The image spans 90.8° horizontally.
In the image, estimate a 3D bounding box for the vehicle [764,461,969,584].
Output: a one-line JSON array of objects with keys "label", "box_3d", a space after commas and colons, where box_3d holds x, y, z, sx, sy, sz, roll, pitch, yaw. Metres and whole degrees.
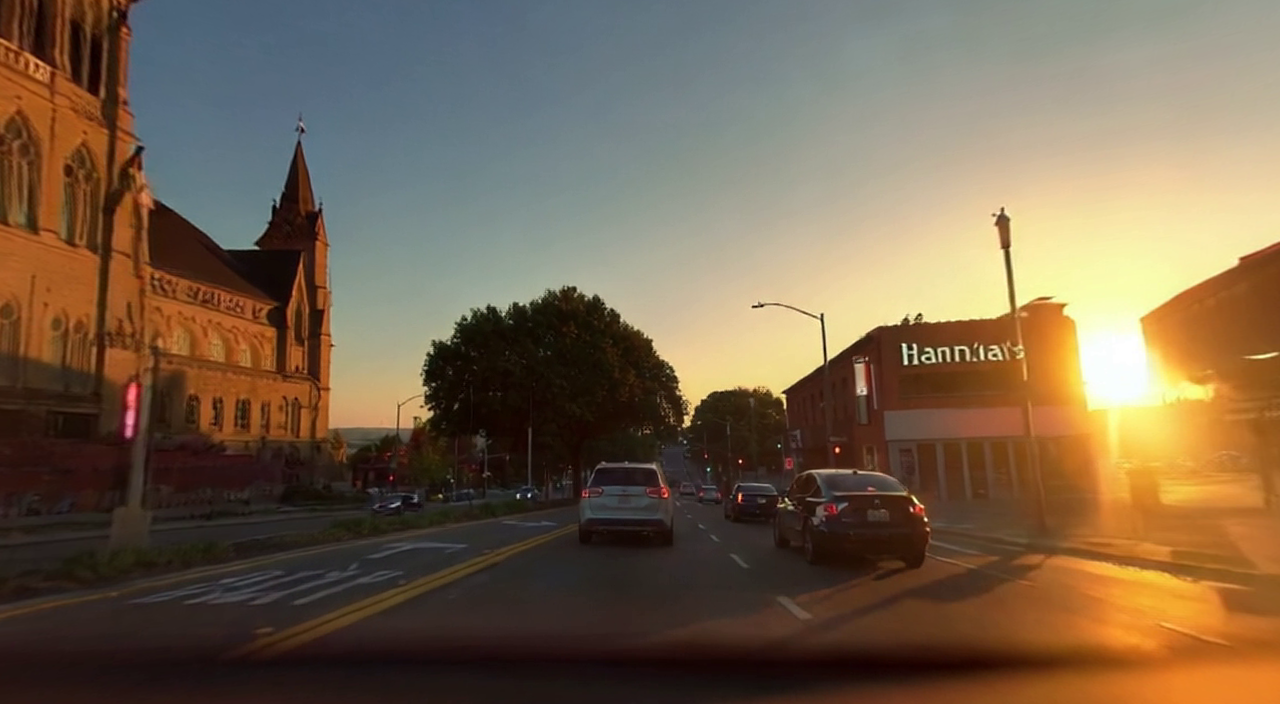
[{"label": "vehicle", "box_3d": [3.420, 2.631, 10.591, 1.883, 1.472, 4.471, 0, -8, 2]}]

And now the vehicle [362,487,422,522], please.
[{"label": "vehicle", "box_3d": [-15.874, 9.786, 40.717, 1.901, 1.532, 4.733, -1, -6, 1]}]

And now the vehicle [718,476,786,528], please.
[{"label": "vehicle", "box_3d": [4.054, 5.493, 23.509, 1.890, 1.491, 4.166, 0, -8, 2]}]

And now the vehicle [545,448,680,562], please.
[{"label": "vehicle", "box_3d": [-0.407, 2.790, 12.307, 2.168, 1.776, 4.135, 0, -8, 1]}]
